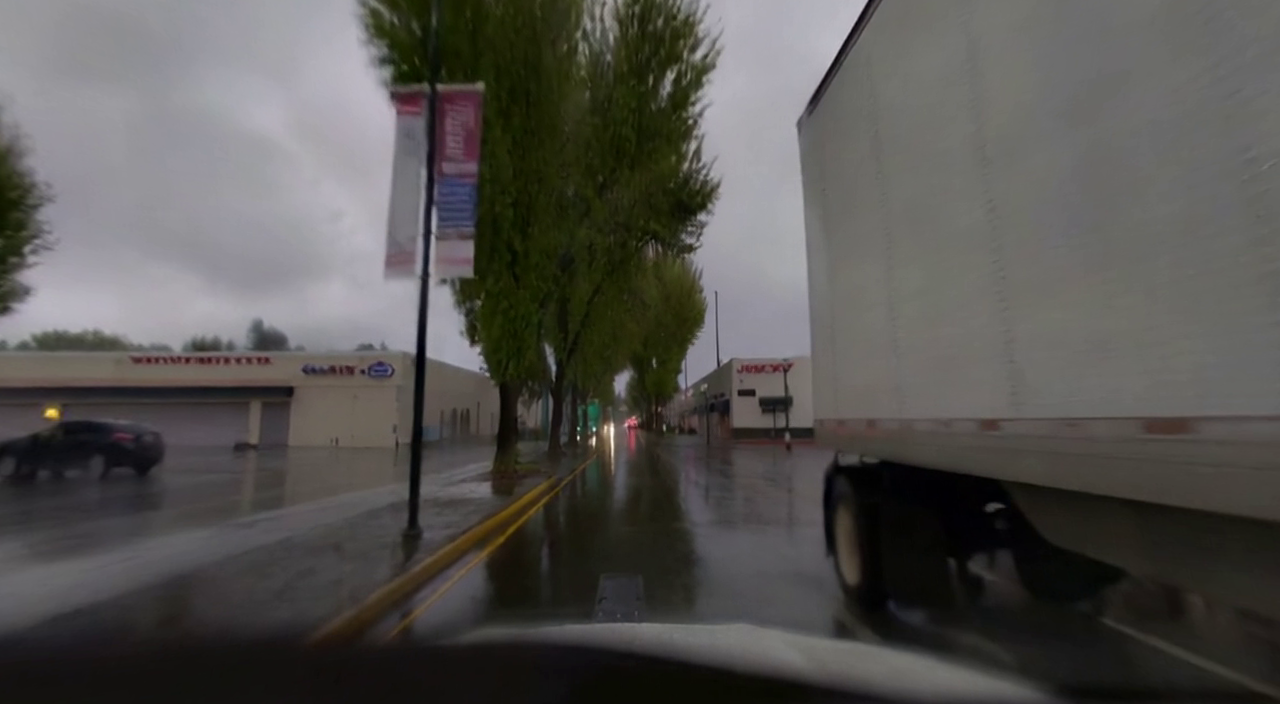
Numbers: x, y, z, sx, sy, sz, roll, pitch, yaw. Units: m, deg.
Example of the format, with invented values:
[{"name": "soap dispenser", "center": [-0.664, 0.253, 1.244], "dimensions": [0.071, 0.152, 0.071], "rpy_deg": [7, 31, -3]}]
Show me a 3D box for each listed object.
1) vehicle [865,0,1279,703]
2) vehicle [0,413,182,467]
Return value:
[{"name": "vehicle", "center": [3.049, -0.550, 1.103], "dimensions": [3.000, 3.950, 5.876], "rpy_deg": [1, -7, -1]}, {"name": "vehicle", "center": [-16.985, 2.702, 19.393], "dimensions": [4.248, 1.511, 1.881], "rpy_deg": [-1, -7, 2]}]
